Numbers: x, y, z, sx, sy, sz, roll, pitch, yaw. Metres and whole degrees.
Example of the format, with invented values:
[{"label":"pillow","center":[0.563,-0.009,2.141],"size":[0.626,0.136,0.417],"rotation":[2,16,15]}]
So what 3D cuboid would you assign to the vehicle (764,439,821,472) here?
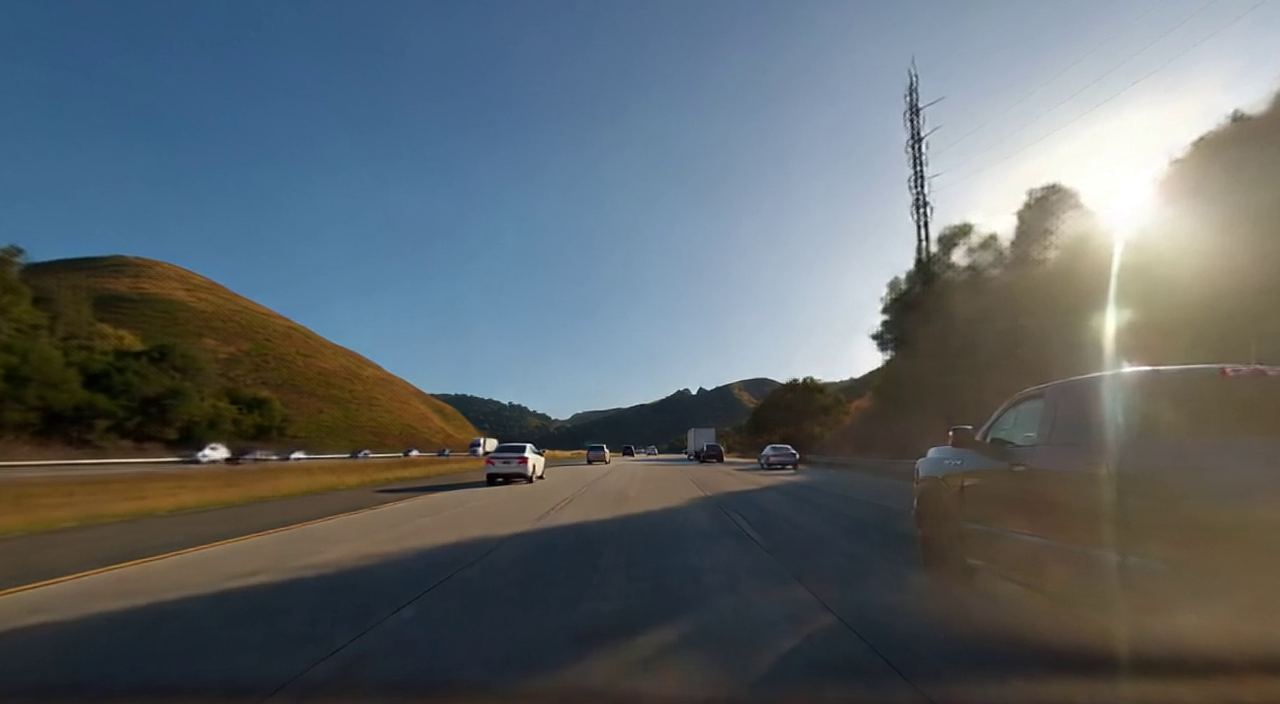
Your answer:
[{"label":"vehicle","center":[8.100,5.523,33.963],"size":[1.986,1.633,4.430],"rotation":[0,-8,0]}]

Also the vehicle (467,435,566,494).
[{"label":"vehicle","center":[-3.766,3.534,20.153],"size":[2.113,1.636,4.494],"rotation":[-1,-8,2]}]

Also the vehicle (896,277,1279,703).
[{"label":"vehicle","center":[3.475,0.823,3.302],"size":[2.098,1.925,5.171],"rotation":[0,-8,0]}]

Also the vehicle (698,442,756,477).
[{"label":"vehicle","center":[3.908,4.924,29.201],"size":[2.046,1.471,4.333],"rotation":[0,-8,0]}]

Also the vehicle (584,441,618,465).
[{"label":"vehicle","center":[-2.867,7.579,47.316],"size":[2.021,1.679,4.310],"rotation":[-1,-8,3]}]
